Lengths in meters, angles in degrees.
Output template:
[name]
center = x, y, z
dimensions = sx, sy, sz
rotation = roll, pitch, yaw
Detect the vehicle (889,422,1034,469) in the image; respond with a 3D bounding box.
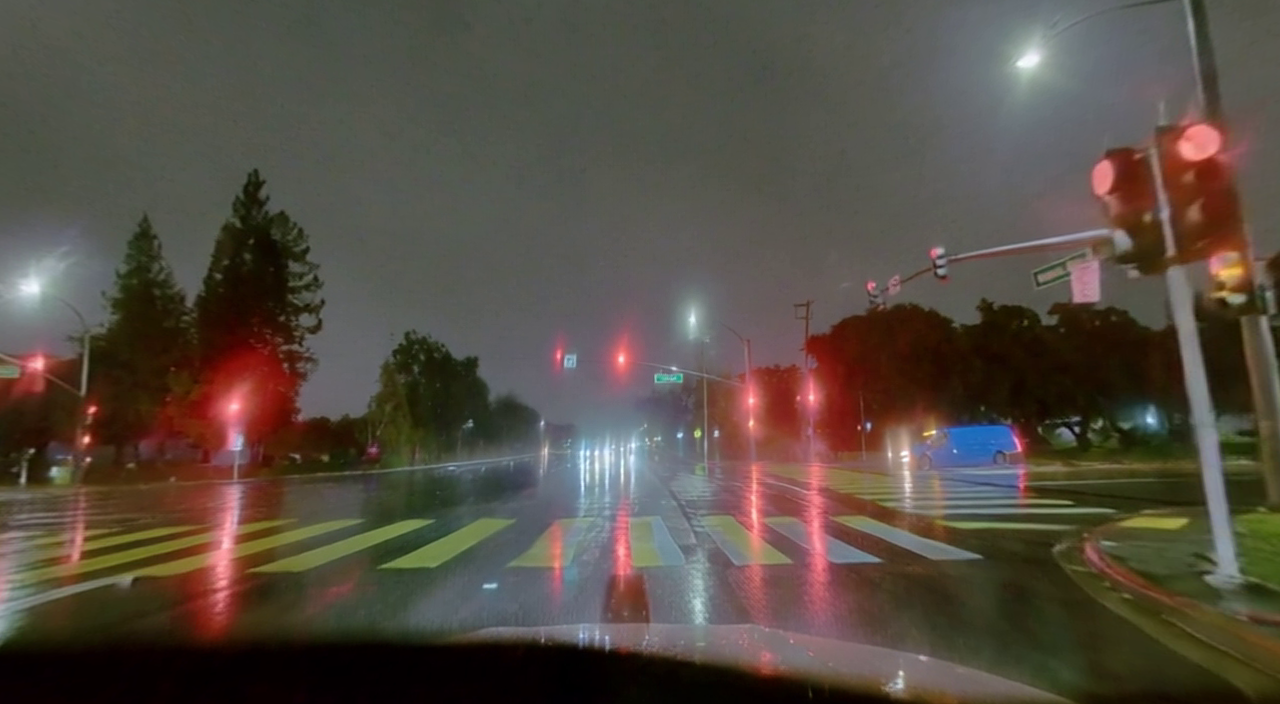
[vehicle]
center = 12.964, 3.802, 25.636
dimensions = 4.790, 1.798, 1.909
rotation = 0, -8, 1
